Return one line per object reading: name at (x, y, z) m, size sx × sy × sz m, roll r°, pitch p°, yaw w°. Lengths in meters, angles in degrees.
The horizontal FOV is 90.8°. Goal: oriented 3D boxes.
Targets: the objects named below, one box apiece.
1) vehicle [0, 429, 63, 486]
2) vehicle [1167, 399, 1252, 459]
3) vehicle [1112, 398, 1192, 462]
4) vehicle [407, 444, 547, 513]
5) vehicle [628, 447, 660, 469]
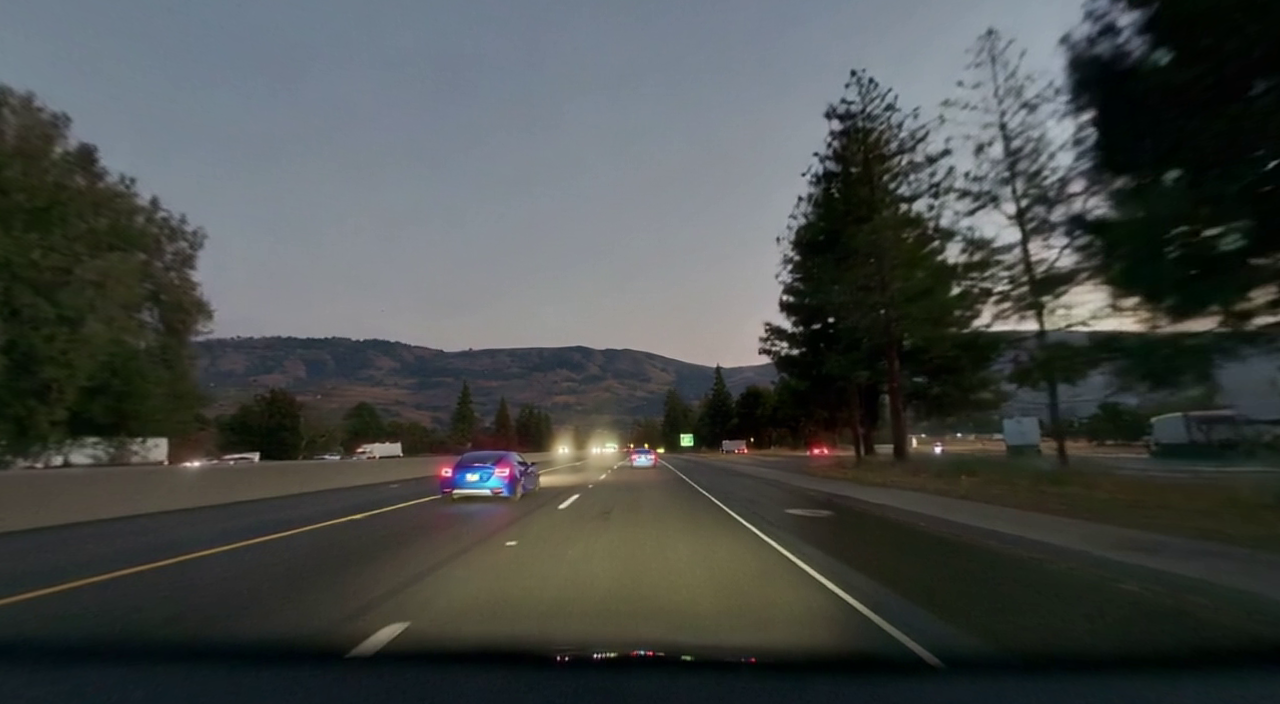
vehicle at (-48.530, 8.054, 47.825) m, size 2.886 × 4.111 × 6.848 m, roll -3°, pitch -8°, yaw 1°
vehicle at (38.074, 5.247, 41.915) m, size 12.517 × 3.468 × 2.964 m, roll 8°, pitch -12°, yaw -43°
vehicle at (38.408, 5.664, 47.031) m, size 2.804 × 4.067 × 14.345 m, roll -12°, pitch -12°, yaw 43°
vehicle at (-3.840, 3.072, 15.875) m, size 2.170 × 1.451 × 4.584 m, roll 0°, pitch -9°, yaw 2°
vehicle at (0.259, 7.191, 42.958) m, size 2.079 × 1.450 × 3.942 m, roll 0°, pitch -9°, yaw 0°
